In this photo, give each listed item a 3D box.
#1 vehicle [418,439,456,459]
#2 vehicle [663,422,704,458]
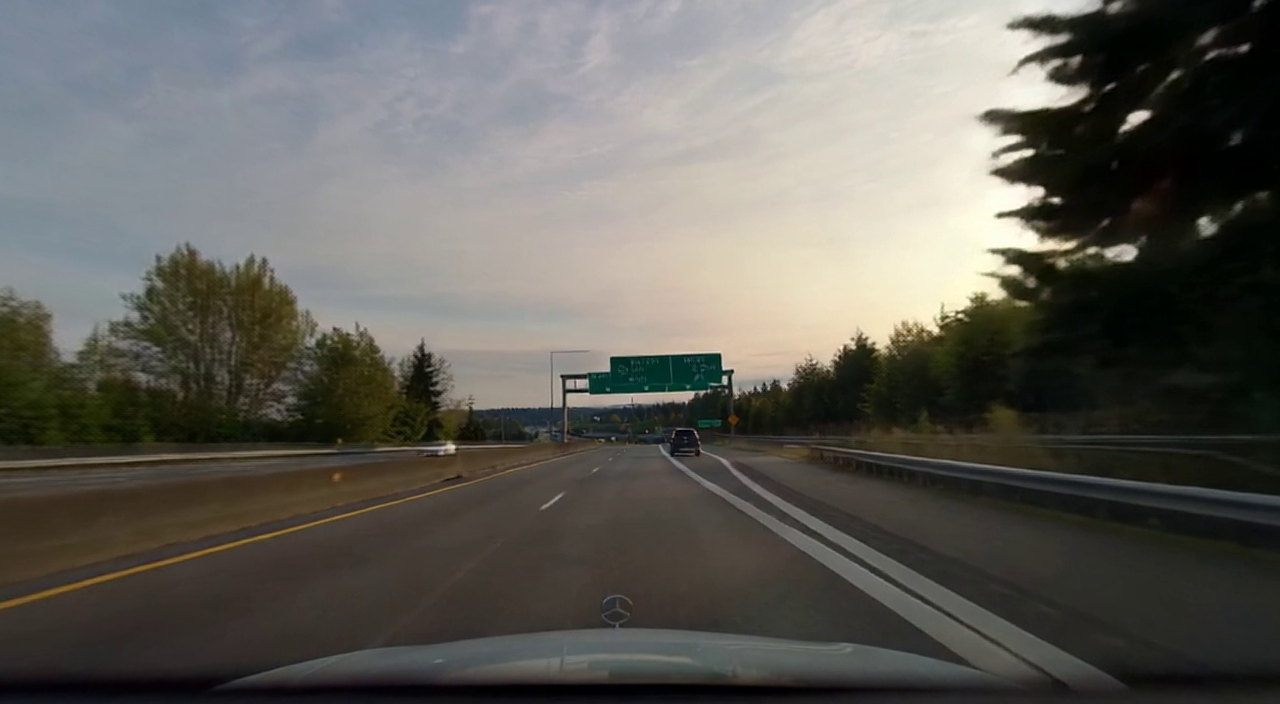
[{"bbox_3d":[-15.441,7.401,48.074,1.727,1.439,3.695,0,-8,-1],"label":"vehicle"},{"bbox_3d":[2.894,6.039,43.138,2.450,2.314,4.753,0,-8,0],"label":"vehicle"}]
